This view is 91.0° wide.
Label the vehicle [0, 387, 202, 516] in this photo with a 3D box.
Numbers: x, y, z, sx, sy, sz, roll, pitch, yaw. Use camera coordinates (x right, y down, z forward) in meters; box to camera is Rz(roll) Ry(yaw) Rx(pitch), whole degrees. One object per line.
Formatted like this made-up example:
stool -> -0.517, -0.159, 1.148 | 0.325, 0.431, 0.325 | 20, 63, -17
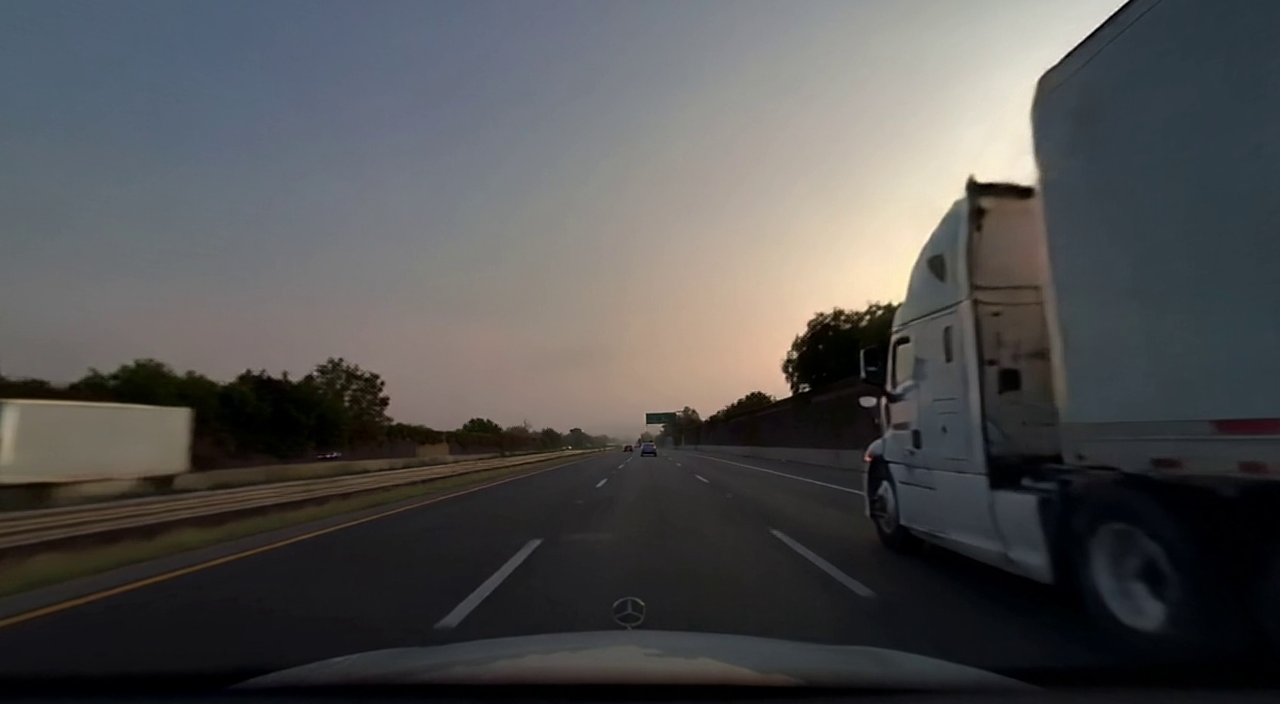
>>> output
vehicle -> -18.944, 3.165, 20.221 | 2.796, 3.508, 9.370 | 0, -8, 1
